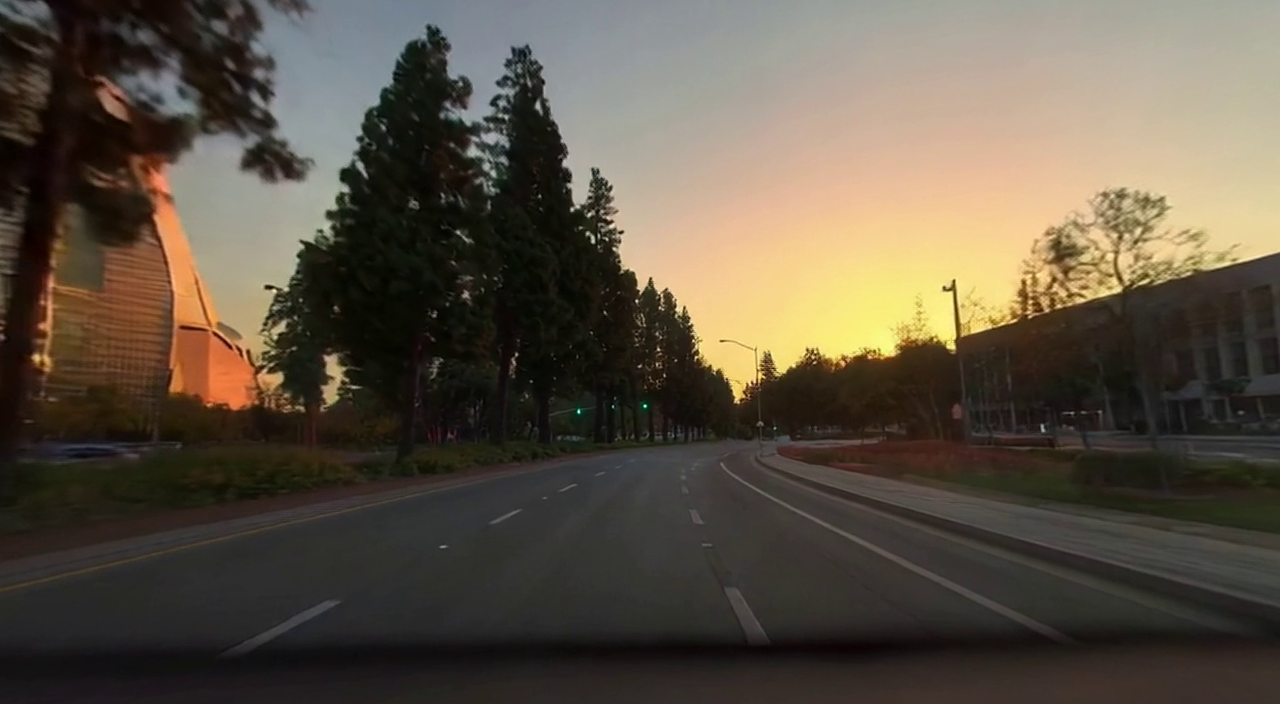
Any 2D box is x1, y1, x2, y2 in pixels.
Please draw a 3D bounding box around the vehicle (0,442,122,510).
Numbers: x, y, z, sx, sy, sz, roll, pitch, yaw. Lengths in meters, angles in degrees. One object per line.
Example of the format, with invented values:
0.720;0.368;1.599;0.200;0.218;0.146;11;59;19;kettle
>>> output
-15.264;2.920;15.053;1.842;1.529;4.356;-1;-9;7;vehicle
